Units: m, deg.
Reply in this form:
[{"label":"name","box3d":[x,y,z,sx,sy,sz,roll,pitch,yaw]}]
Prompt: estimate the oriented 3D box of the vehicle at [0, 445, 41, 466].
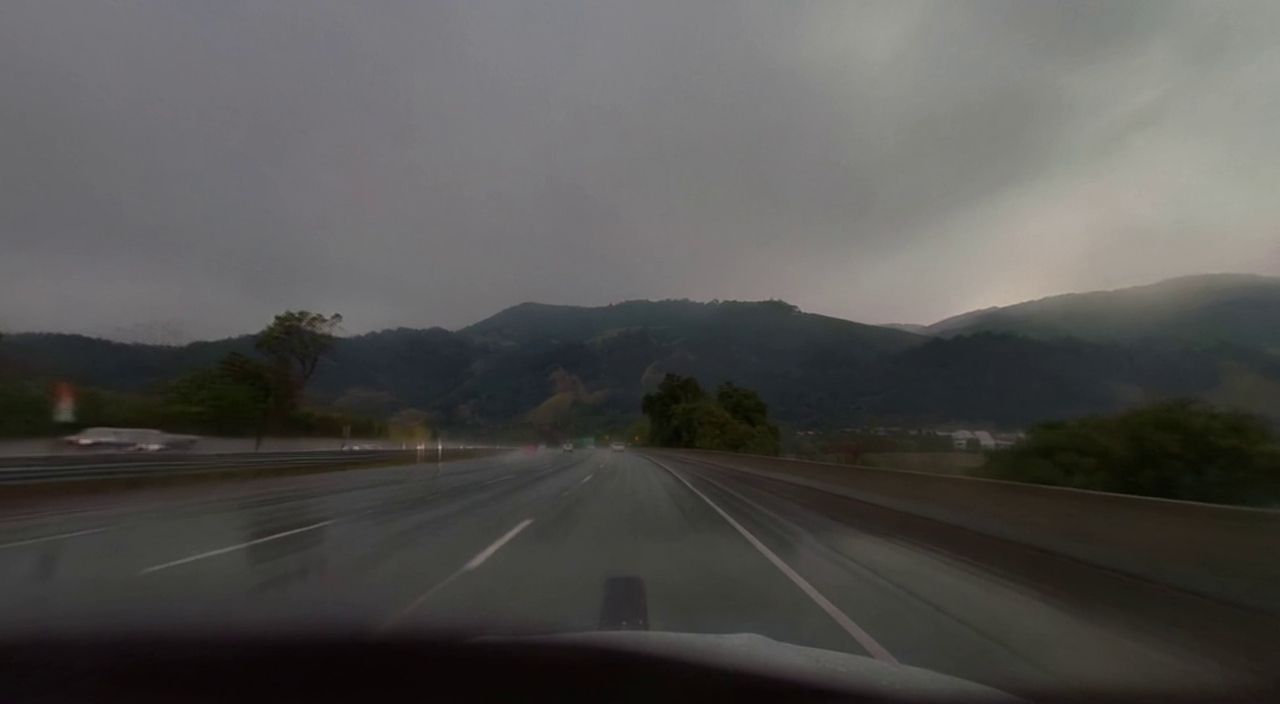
[{"label":"vehicle","box3d":[-44.061,7.132,43.414,1.652,1.413,4.032,0,-9,-2]}]
